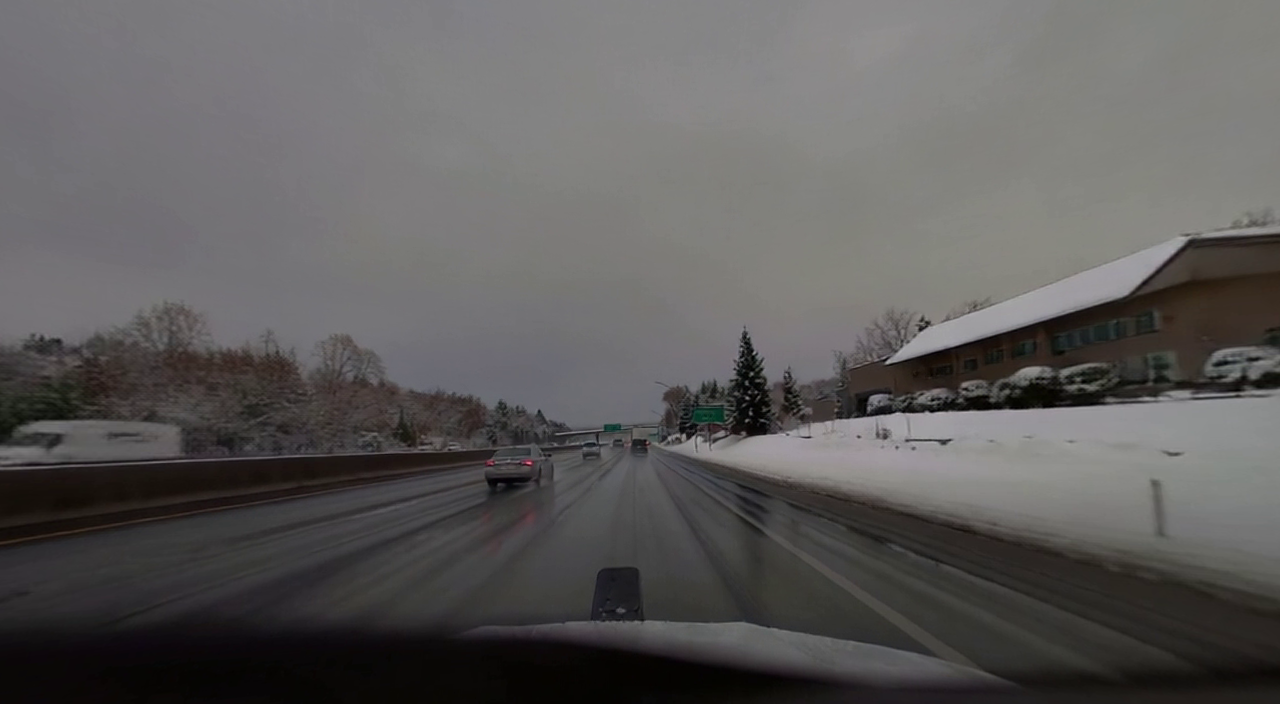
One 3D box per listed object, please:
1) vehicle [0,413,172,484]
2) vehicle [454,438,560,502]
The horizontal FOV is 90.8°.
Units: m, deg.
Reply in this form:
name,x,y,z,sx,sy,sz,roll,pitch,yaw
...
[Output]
name,x,y,z,sx,sy,sz,roll,pitch,yaw
vehicle,-35.802,6.198,40.718,2.986,3.973,10.686,0,-9,0
vehicle,-3.365,3.059,16.792,1.920,1.463,4.134,0,-9,0
